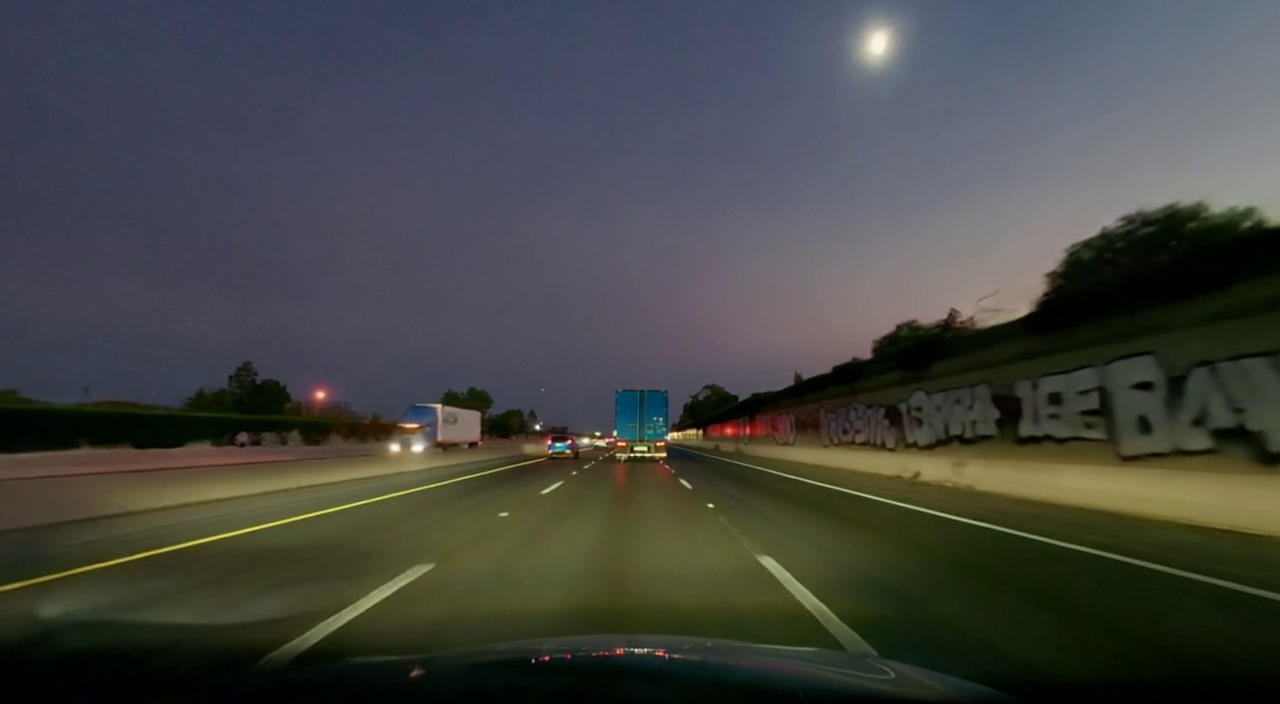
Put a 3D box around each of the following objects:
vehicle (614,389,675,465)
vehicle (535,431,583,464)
[{"bbox_3d":[0.122,4.236,35.002,2.927,3.649,9.443,0,-8,-1],"label":"vehicle"},{"bbox_3d":[-4.299,5.129,34.134,2.058,1.645,4.130,0,-8,0],"label":"vehicle"}]
